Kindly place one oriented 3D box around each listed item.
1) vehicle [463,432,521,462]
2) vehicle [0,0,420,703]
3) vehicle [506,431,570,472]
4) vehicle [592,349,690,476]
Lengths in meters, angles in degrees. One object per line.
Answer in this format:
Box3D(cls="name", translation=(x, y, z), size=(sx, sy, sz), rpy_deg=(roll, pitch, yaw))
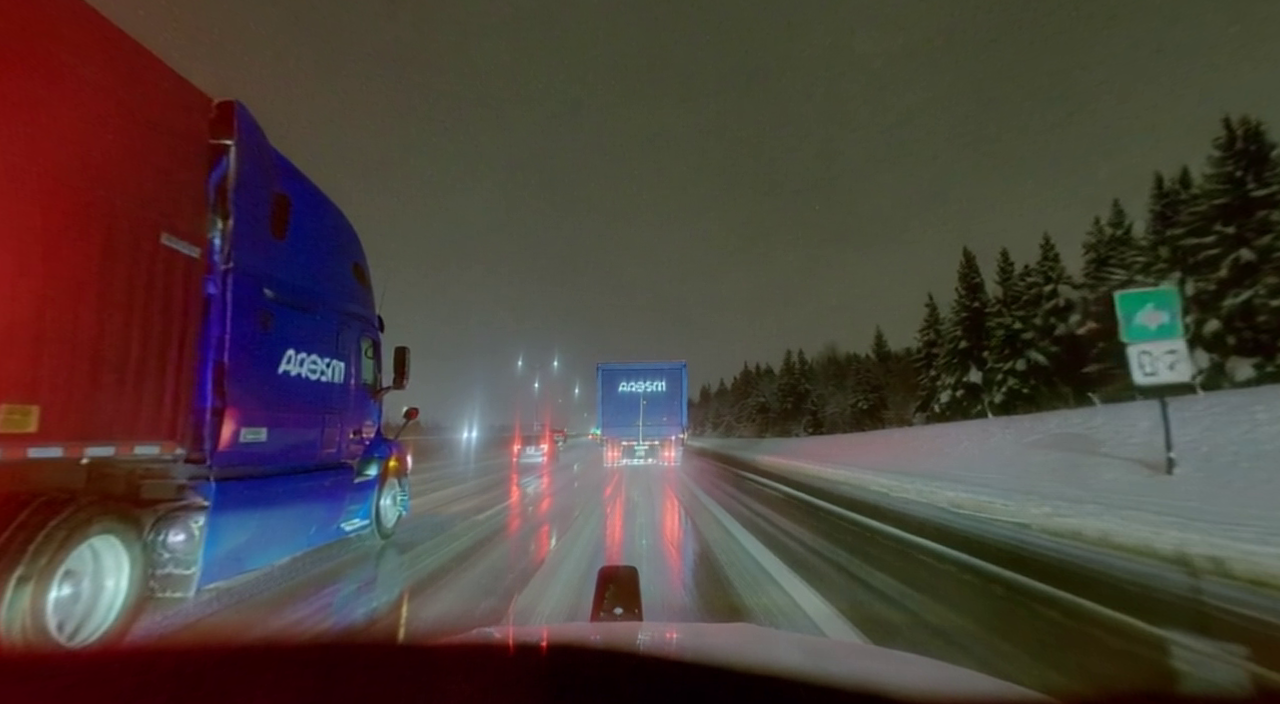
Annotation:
Box3D(cls="vehicle", translation=(-7.663, 4.944, 32.962), size=(2.001, 1.468, 4.163), rpy_deg=(0, -8, 0))
Box3D(cls="vehicle", translation=(-4.143, -0.055, 4.728), size=(3.007, 4.031, 6.044), rpy_deg=(1, -7, -4))
Box3D(cls="vehicle", translation=(-3.918, 3.869, 24.779), size=(1.933, 1.492, 3.838), rpy_deg=(0, -8, 0))
Box3D(cls="vehicle", translation=(-0.133, 2.635, 25.657), size=(3.118, 4.106, 10.719), rpy_deg=(0, -8, -2))
